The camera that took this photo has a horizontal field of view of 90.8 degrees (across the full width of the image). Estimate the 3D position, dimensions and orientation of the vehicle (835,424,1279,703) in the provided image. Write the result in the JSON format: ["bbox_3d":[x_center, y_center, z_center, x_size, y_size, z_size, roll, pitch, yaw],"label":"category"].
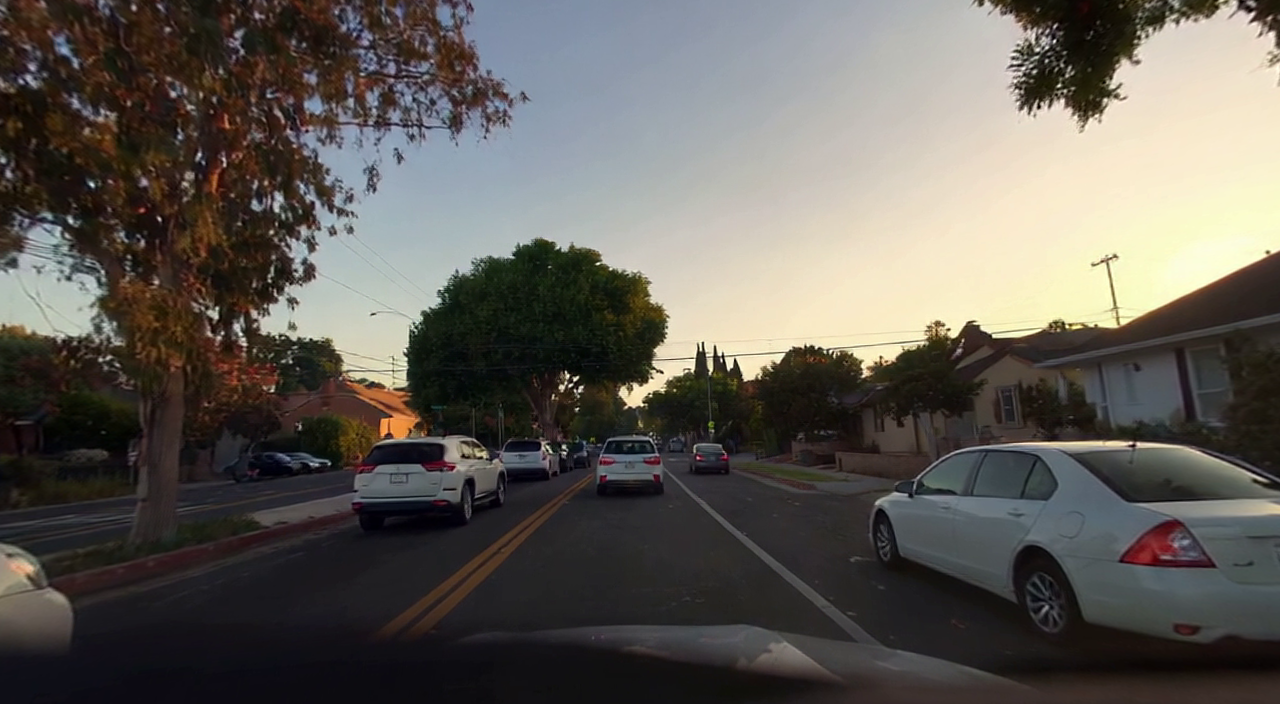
[{"bbox_3d":[3.486,1.458,5.612,1.977,1.480,4.589,0,-8,-1],"label":"vehicle"}]

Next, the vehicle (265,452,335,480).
[{"bbox_3d":[-22.316,7.474,41.676,2.060,1.643,4.623,0,-8,0],"label":"vehicle"}]

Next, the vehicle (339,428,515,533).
[{"bbox_3d":[-3.713,2.296,11.925,1.864,1.576,4.324,0,-8,-1],"label":"vehicle"}]

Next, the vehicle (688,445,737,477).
[{"bbox_3d":[3.525,5.379,31.453,1.880,1.476,3.932,0,-8,-1],"label":"vehicle"}]

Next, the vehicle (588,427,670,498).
[{"bbox_3d":[-0.293,3.245,18.963,2.164,1.867,4.254,0,-8,0],"label":"vehicle"}]

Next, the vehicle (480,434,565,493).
[{"bbox_3d":[-3.661,3.539,20.395,1.932,1.695,4.150,0,-8,0],"label":"vehicle"}]
